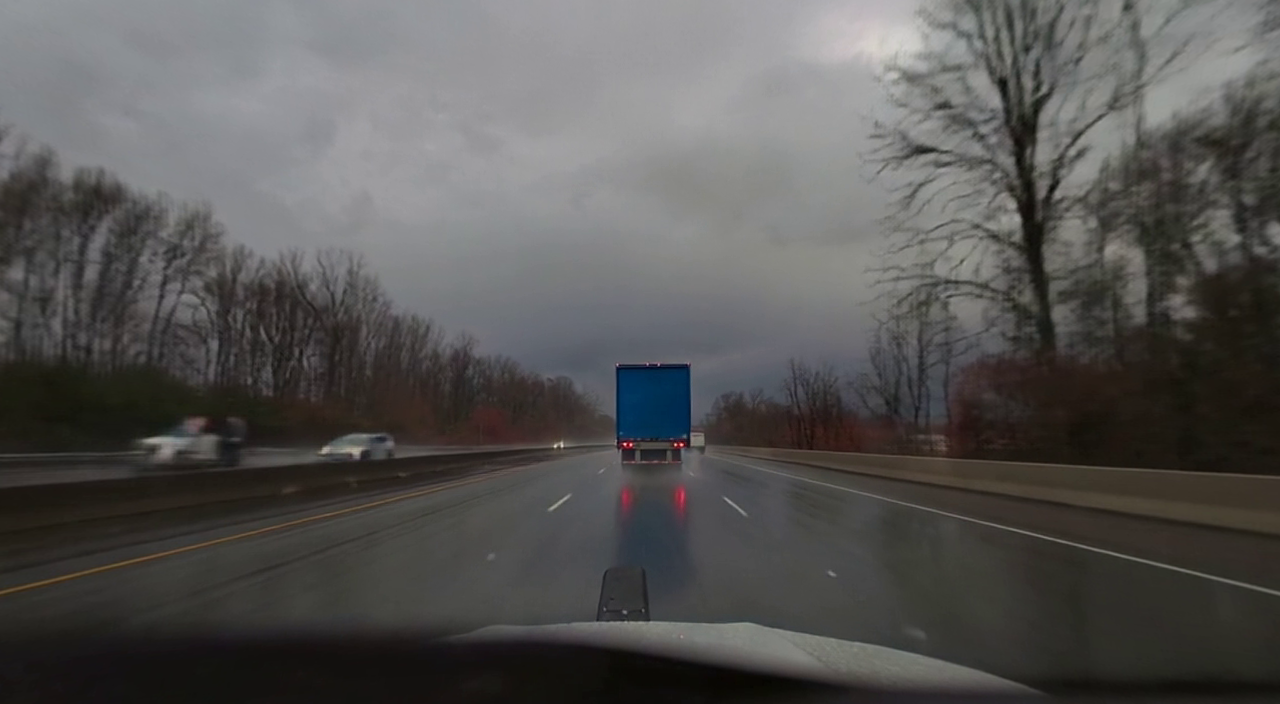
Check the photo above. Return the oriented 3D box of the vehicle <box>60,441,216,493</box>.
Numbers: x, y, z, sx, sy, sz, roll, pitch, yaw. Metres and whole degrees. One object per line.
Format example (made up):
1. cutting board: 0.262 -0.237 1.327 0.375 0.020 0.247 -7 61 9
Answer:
1. vehicle: -17.083 3.889 21.699 1.847 1.585 4.252 0 -8 0

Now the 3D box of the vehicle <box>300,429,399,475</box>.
1. vehicle: -13.194 4.566 28.939 2.100 1.906 4.988 0 -8 1

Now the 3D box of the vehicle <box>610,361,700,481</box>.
1. vehicle: 0.532 3.073 26.458 3.010 4.039 10.481 0 -8 0

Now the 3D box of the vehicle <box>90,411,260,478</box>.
1. vehicle: -21.170 4.297 29.233 2.361 2.709 7.148 0 -8 1
